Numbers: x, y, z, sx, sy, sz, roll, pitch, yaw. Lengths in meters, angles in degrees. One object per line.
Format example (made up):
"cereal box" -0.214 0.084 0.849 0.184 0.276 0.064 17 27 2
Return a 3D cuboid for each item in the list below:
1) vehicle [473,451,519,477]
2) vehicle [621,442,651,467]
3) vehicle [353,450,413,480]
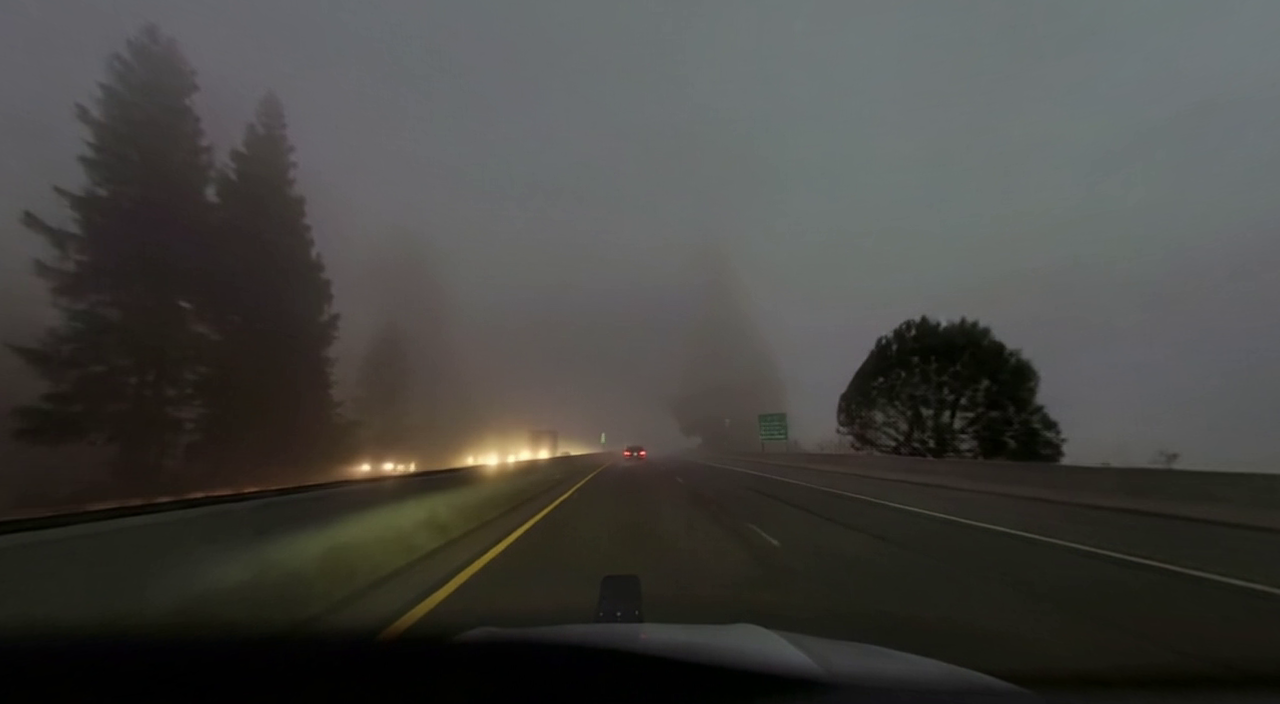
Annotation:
"vehicle" -8.784 6.850 38.504 1.852 1.487 3.890 0 -9 1
"vehicle" -0.301 7.379 45.259 2.098 1.692 4.038 0 -9 -1
"vehicle" -14.250 6.275 34.957 1.808 1.545 3.611 0 -9 1
